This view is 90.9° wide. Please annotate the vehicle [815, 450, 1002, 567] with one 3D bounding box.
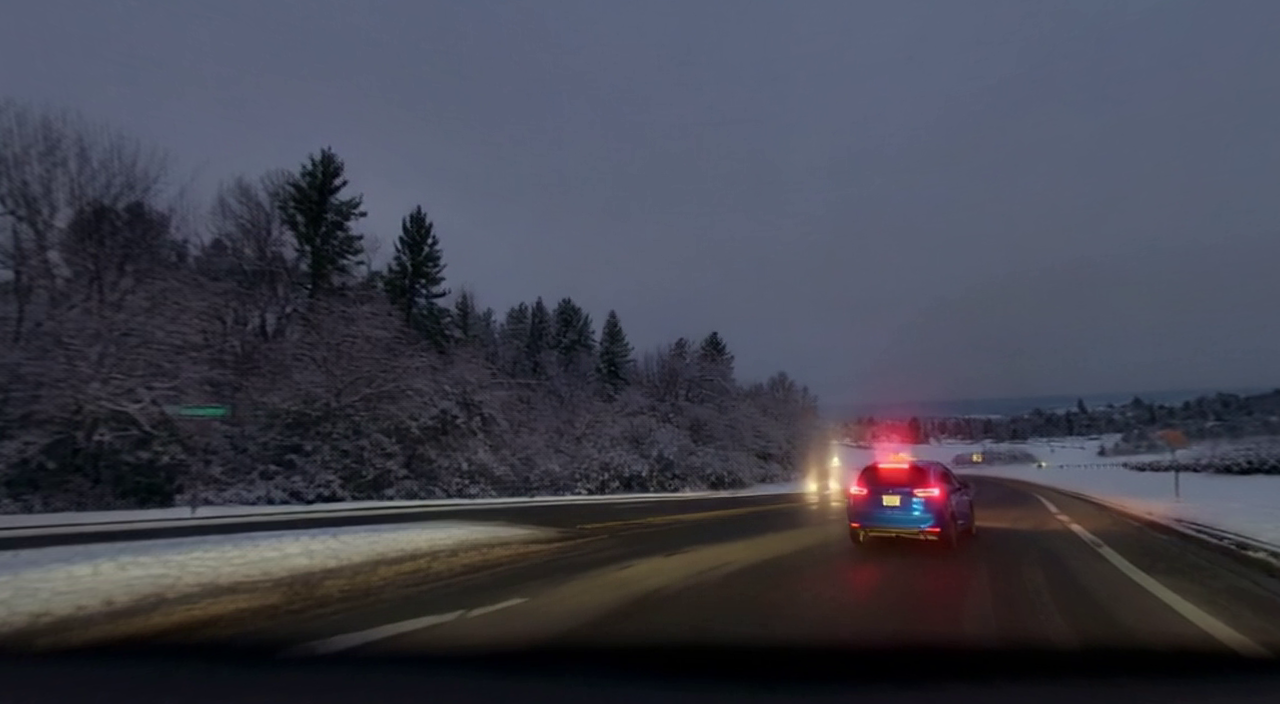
[{"bbox_3d":[4.750,2.463,10.803,2.148,1.521,4.089,-6,-10,33],"label":"vehicle"}]
